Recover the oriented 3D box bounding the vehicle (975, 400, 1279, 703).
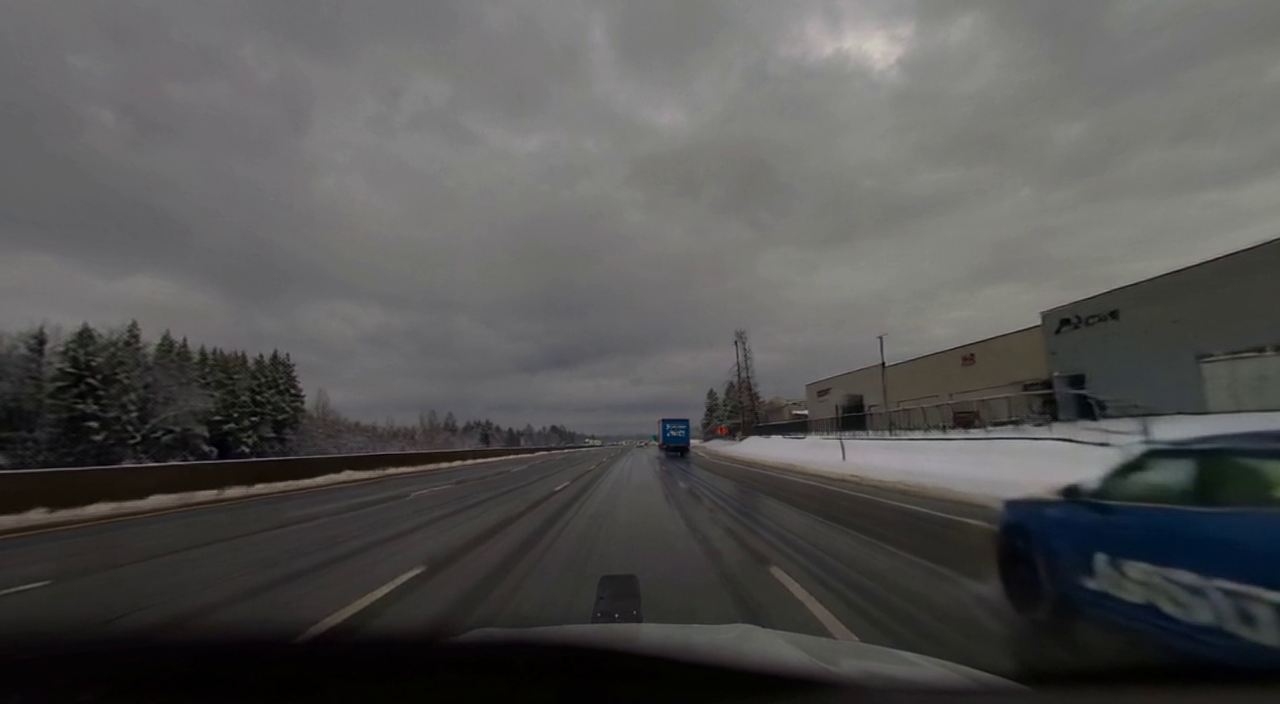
[{"bbox_3d":[3.705,0.987,2.935,2.048,1.482,3.956,0,-8,-1],"label":"vehicle"}]
